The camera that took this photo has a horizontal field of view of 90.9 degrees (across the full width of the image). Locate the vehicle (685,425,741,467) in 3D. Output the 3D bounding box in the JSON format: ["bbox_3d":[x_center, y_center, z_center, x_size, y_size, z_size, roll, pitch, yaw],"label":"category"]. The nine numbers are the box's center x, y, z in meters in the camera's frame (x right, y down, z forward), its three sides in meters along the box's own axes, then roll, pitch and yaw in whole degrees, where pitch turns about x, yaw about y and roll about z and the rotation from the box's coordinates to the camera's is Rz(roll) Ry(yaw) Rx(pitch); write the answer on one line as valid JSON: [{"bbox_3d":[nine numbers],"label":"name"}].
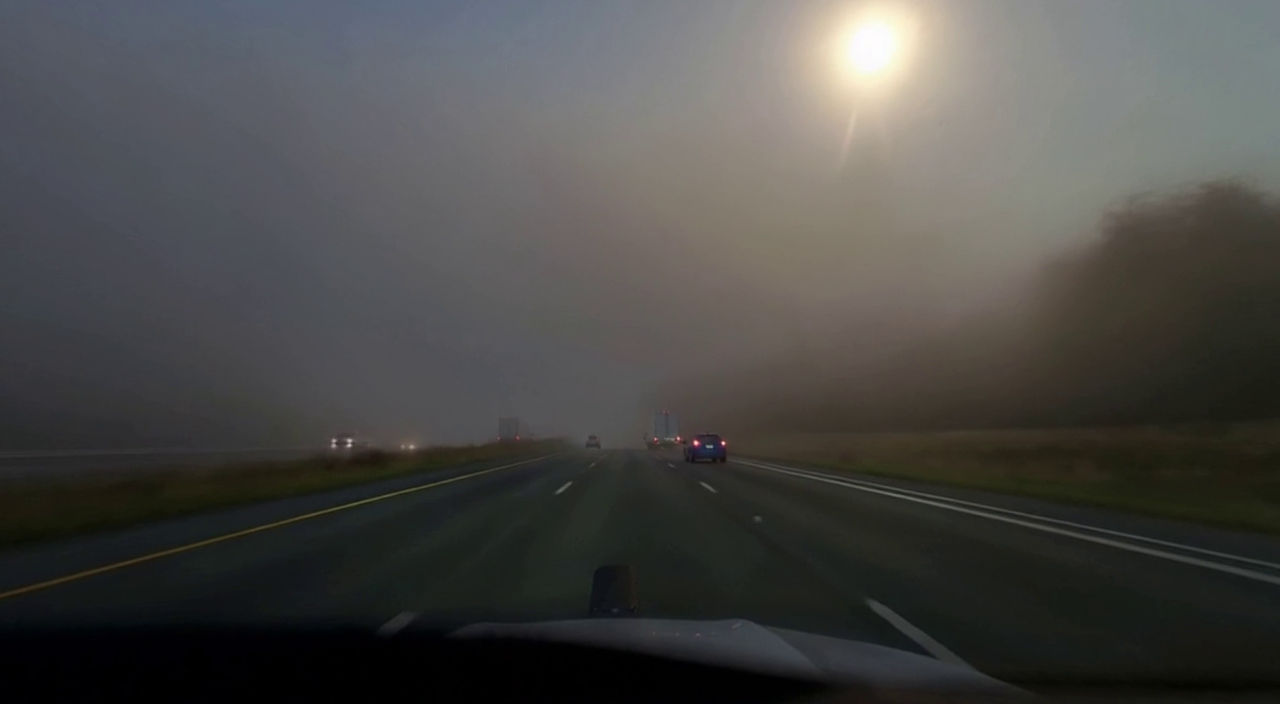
[{"bbox_3d":[3.530,4.621,31.150,2.076,1.914,4.287,0,-8,-2],"label":"vehicle"}]
